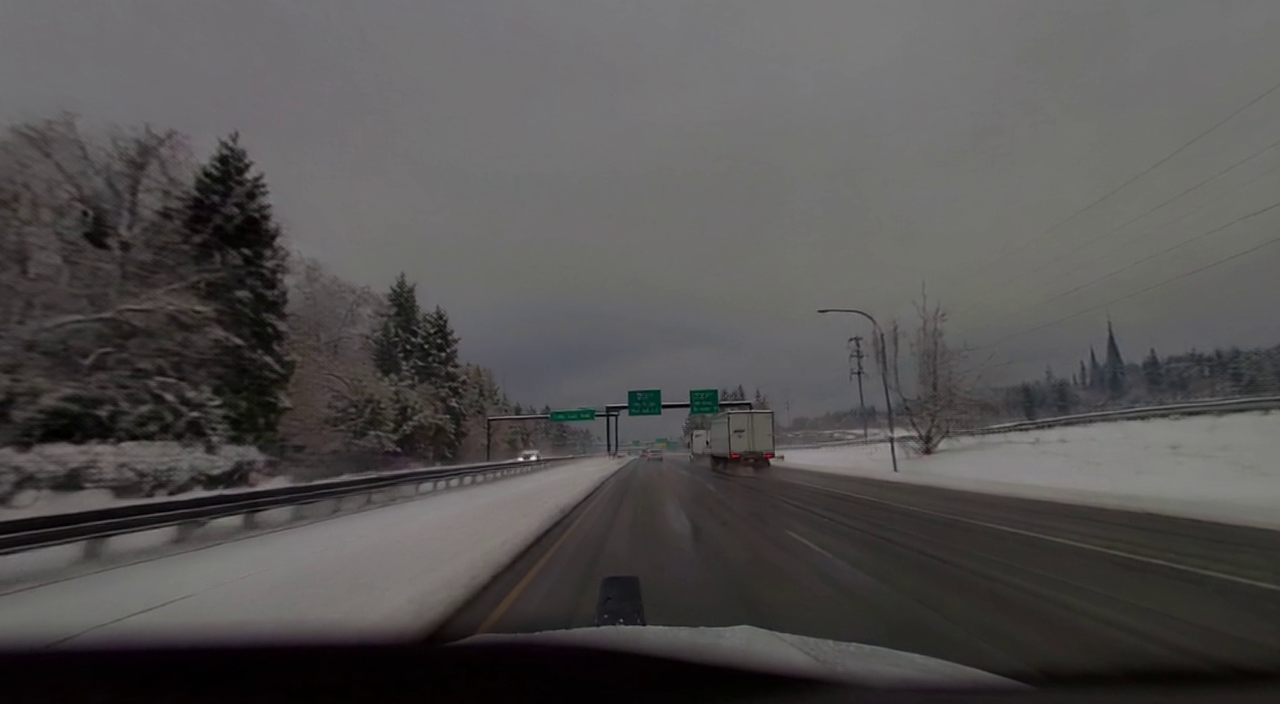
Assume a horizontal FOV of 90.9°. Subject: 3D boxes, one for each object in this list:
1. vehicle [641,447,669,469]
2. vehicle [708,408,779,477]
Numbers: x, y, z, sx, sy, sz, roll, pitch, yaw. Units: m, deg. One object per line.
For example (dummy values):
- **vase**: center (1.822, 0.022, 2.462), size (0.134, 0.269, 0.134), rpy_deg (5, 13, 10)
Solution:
- **vehicle**: center (1.105, 7.845, 46.808), size (2.049, 1.500, 3.790), rpy_deg (0, -9, 1)
- **vehicle**: center (5.448, 4.978, 34.478), size (2.743, 3.367, 7.306), rpy_deg (0, -9, 1)
